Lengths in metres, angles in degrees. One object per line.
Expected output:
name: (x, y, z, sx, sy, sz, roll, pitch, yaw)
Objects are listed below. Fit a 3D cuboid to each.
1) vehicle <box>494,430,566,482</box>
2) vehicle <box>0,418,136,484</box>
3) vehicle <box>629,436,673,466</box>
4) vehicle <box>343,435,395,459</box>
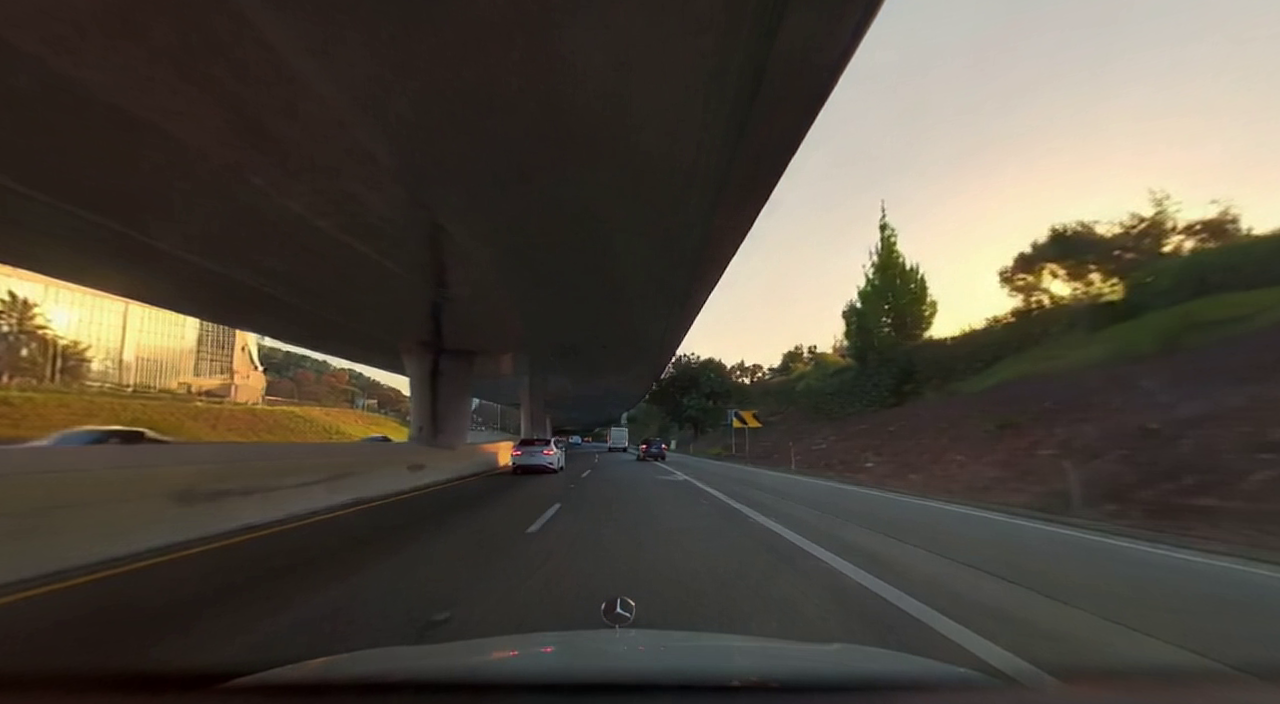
vehicle: (-4.007, 3.873, 23.714, 2.080, 1.733, 4.410, 0, -8, -2)
vehicle: (-16.863, 2.757, 17.681, 1.982, 1.612, 4.185, 0, -8, -2)
vehicle: (0.576, 5.808, 37.019, 2.078, 1.608, 3.982, 0, -8, -6)
vehicle: (-17.989, 6.313, 41.961, 1.853, 1.517, 3.978, 0, -8, -3)
